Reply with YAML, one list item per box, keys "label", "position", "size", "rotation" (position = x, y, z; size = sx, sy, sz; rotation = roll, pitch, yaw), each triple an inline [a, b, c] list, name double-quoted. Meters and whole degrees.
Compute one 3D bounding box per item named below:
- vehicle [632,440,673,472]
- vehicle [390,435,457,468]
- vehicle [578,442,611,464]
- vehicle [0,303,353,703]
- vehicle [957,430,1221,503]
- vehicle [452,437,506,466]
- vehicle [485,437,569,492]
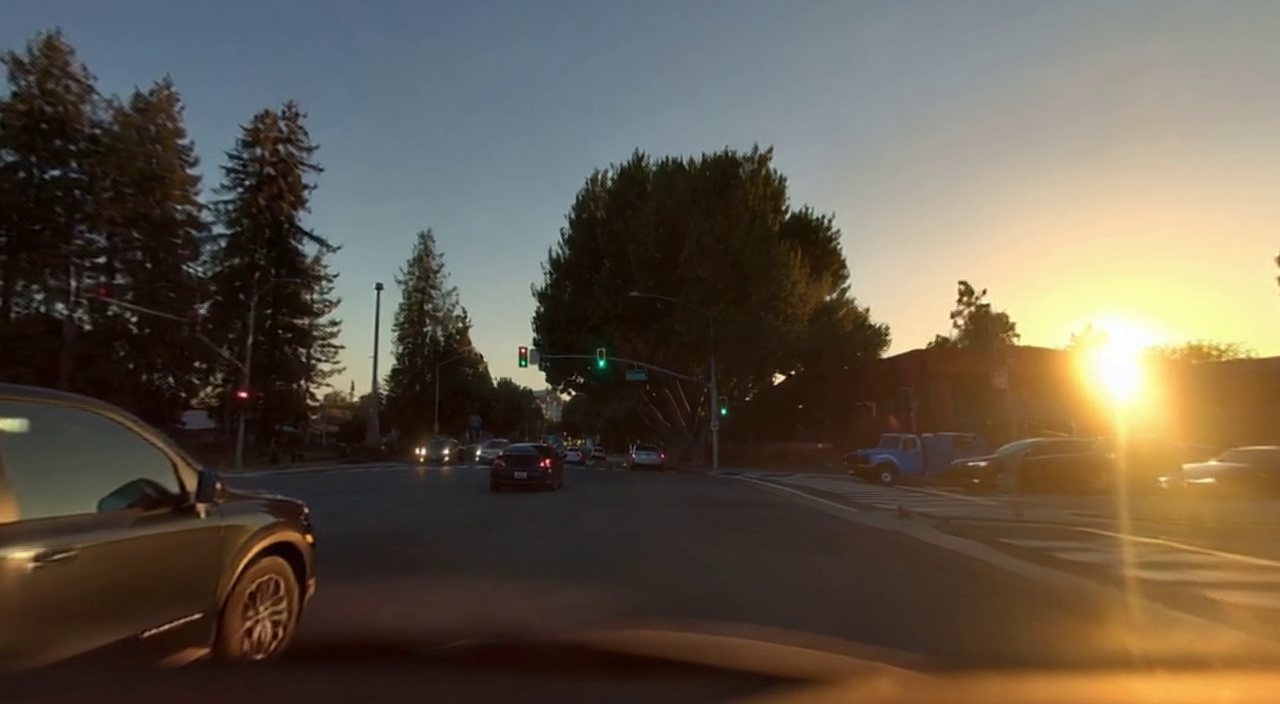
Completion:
- label: "vehicle"
  position: [0.665, 5.818, 35.394]
  size: [2.163, 1.678, 3.846]
  rotation: [0, -8, 0]
- label: "vehicle"
  position: [-13.461, 6.189, 39.569]
  size: [2.039, 1.904, 5.701]
  rotation: [0, -8, 2]
- label: "vehicle"
  position: [-3.178, 7.143, 44.851]
  size: [2.013, 1.474, 4.393]
  rotation: [0, -8, 1]
- label: "vehicle"
  position: [-3.138, 0.740, 2.047]
  size: [2.190, 1.766, 4.649]
  rotation: [0, -8, 0]
- label: "vehicle"
  position: [10.933, 2.861, 15.664]
  size: [4.875, 1.473, 2.077]
  rotation: [-2, -11, -1]
- label: "vehicle"
  position: [-9.905, 6.143, 39.164]
  size: [1.990, 1.658, 4.569]
  rotation: [0, -8, 1]
- label: "vehicle"
  position: [-3.379, 3.423, 19.548]
  size: [1.960, 1.528, 3.490]
  rotation: [0, -8, 0]
